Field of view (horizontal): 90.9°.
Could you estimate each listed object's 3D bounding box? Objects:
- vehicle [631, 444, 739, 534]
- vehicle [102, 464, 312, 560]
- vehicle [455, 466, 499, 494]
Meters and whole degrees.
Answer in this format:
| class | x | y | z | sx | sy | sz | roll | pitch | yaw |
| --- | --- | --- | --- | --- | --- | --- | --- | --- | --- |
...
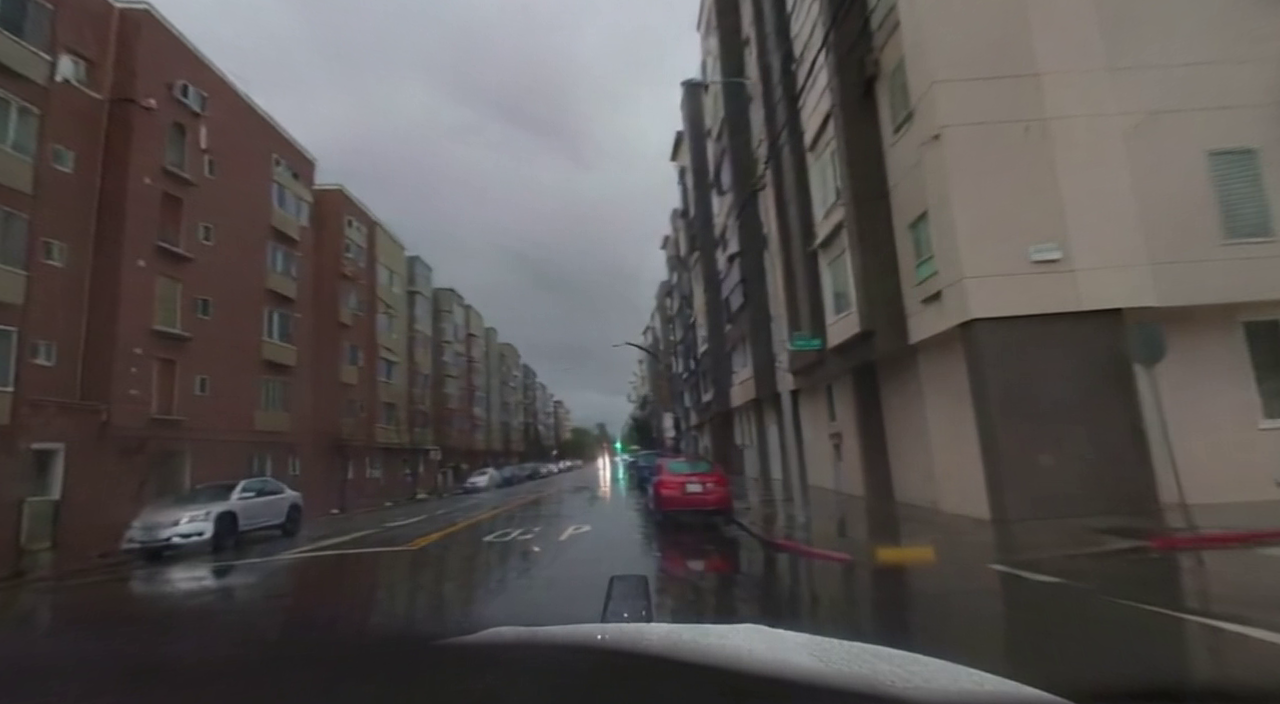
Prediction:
| class | x | y | z | sx | sy | sz | roll | pitch | yaw |
| --- | --- | --- | --- | --- | --- | --- | --- | --- | --- |
| vehicle | 0.929 | 3.231 | 15.559 | 2.164 | 1.721 | 4.416 | -4 | -9 | -1 |
| vehicle | -10.440 | 3.831 | 15.777 | 2.140 | 1.874 | 4.475 | 0 | -9 | -2 |
| vehicle | -10.886 | 8.540 | 42.380 | 2.032 | 1.641 | 4.162 | 0 | -9 | -2 |
